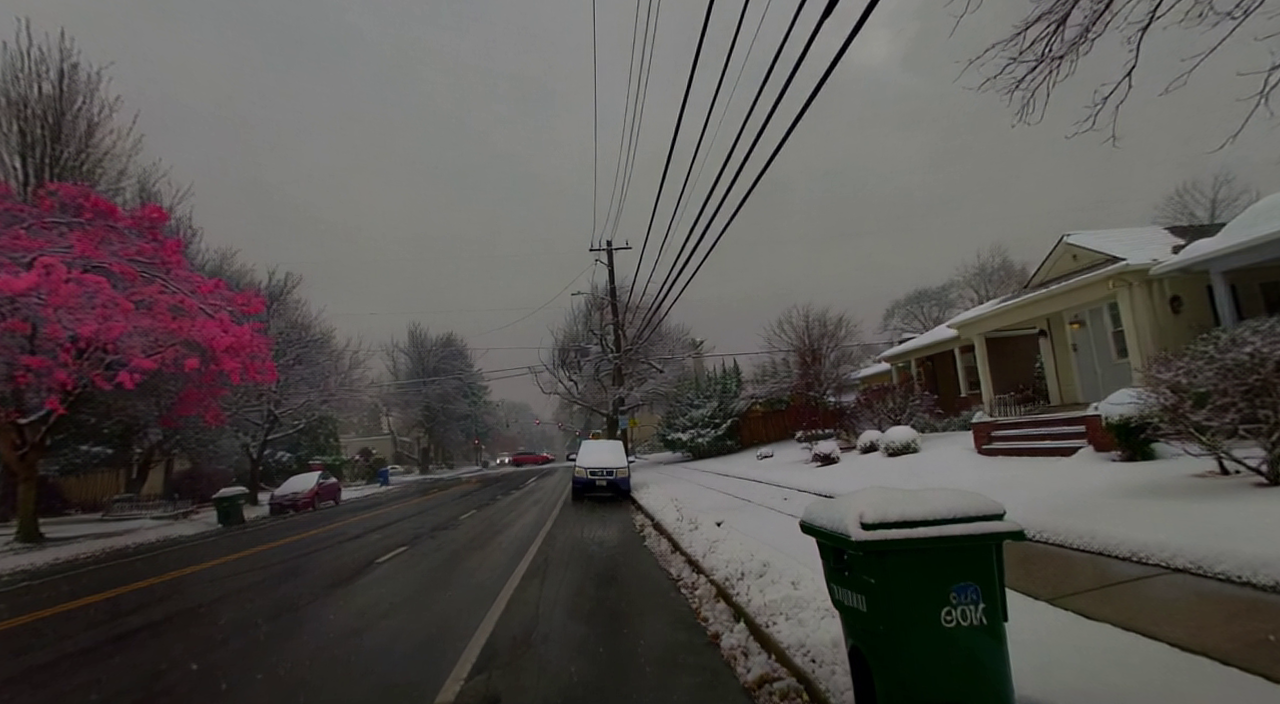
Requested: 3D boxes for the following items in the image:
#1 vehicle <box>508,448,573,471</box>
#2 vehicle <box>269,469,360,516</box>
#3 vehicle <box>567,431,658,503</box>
[{"bbox_3d":[-7.766,8.333,49.199,4.723,1.679,2.218,2,-9,-18],"label":"vehicle"},{"bbox_3d":[-13.758,5.921,26.979,1.982,1.660,4.142,1,-8,-6],"label":"vehicle"},{"bbox_3d":[-0.825,3.079,17.388,2.190,1.708,4.115,0,-8,-4],"label":"vehicle"}]
